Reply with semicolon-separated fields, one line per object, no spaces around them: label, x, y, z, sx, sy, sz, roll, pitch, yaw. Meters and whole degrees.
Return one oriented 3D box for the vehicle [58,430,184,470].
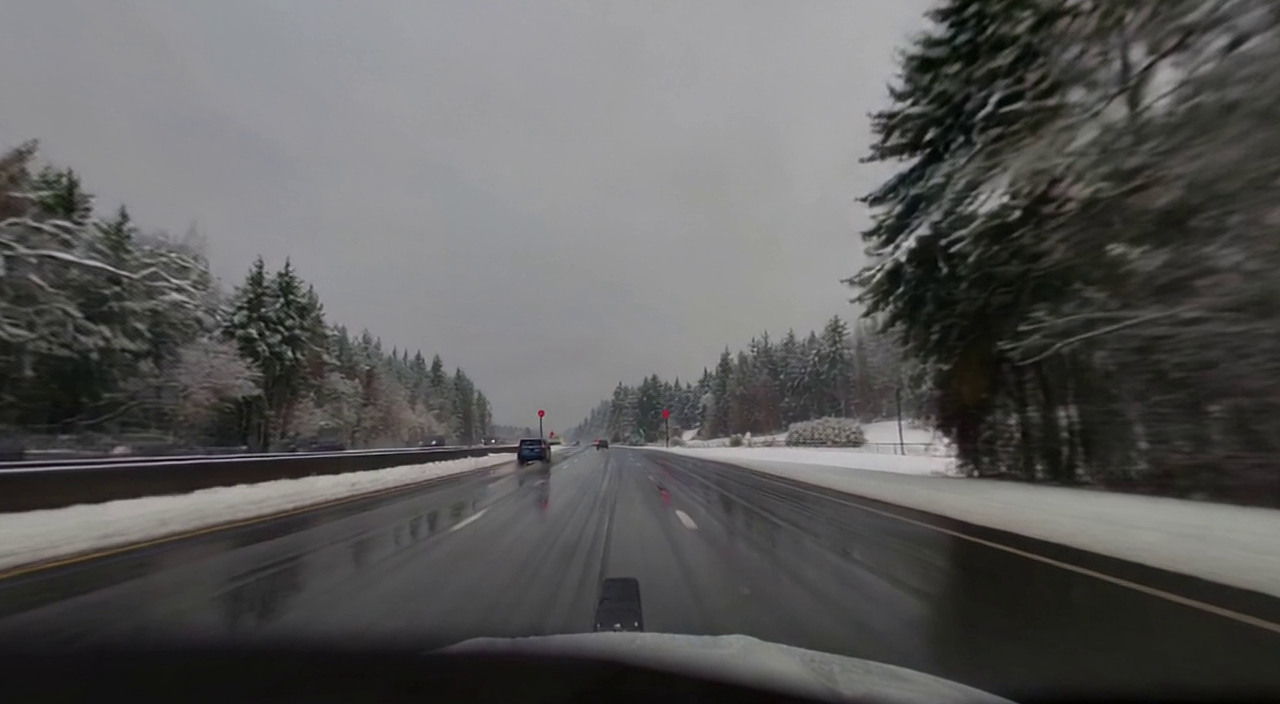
vehicle;-20.462;3.862;25.068;1.898;1.469;3.720;0;-8;-2

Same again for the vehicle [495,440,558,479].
vehicle;-4.325;4.134;24.618;1.874;1.369;3.875;0;-8;-2

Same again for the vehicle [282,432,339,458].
vehicle;-20.799;5.869;39.944;1.748;1.563;3.580;0;-8;-3
